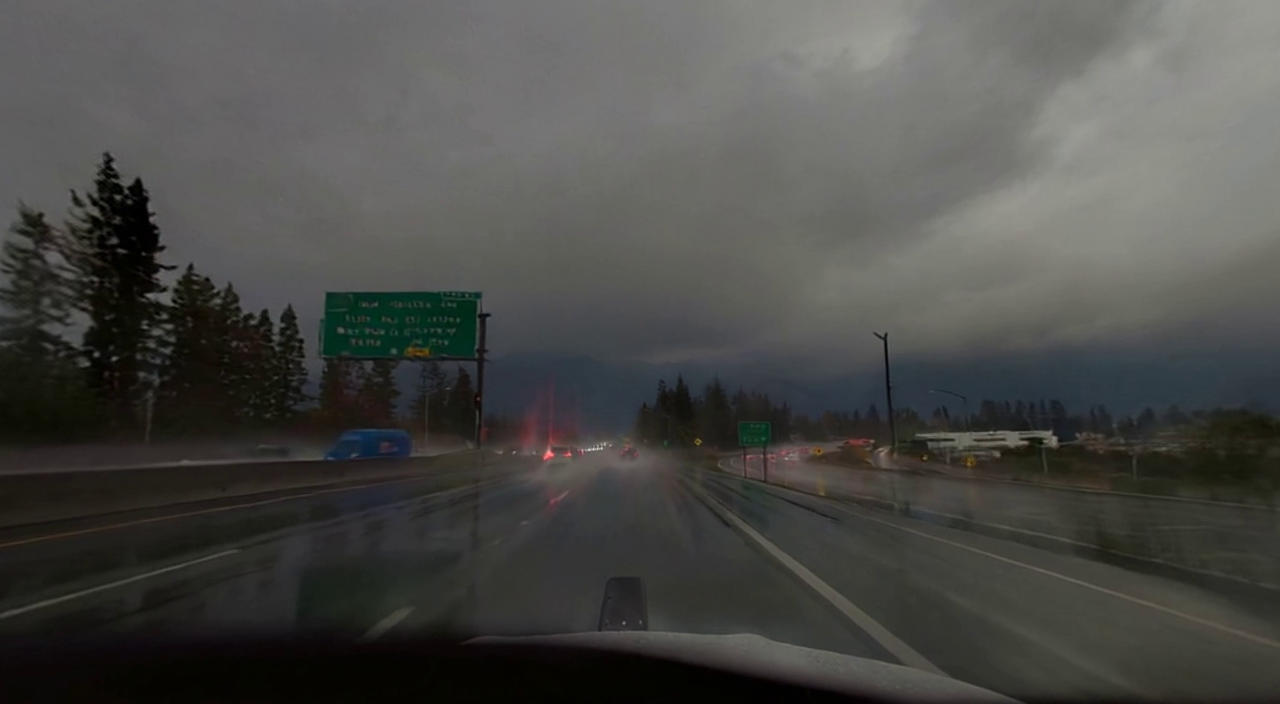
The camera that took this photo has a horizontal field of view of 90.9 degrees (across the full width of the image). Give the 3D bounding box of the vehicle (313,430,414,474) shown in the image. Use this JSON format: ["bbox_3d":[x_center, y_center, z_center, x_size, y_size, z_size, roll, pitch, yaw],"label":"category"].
[{"bbox_3d":[-13.510,4.911,31.328,2.420,1.961,5.675,0,-8,0],"label":"vehicle"}]

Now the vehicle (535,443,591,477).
[{"bbox_3d":[-3.665,5.231,30.895,2.067,1.509,4.551,0,-8,1],"label":"vehicle"}]

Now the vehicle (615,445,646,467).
[{"bbox_3d":[-0.688,7.496,45.530,2.100,1.471,3.956,0,-8,-1],"label":"vehicle"}]
